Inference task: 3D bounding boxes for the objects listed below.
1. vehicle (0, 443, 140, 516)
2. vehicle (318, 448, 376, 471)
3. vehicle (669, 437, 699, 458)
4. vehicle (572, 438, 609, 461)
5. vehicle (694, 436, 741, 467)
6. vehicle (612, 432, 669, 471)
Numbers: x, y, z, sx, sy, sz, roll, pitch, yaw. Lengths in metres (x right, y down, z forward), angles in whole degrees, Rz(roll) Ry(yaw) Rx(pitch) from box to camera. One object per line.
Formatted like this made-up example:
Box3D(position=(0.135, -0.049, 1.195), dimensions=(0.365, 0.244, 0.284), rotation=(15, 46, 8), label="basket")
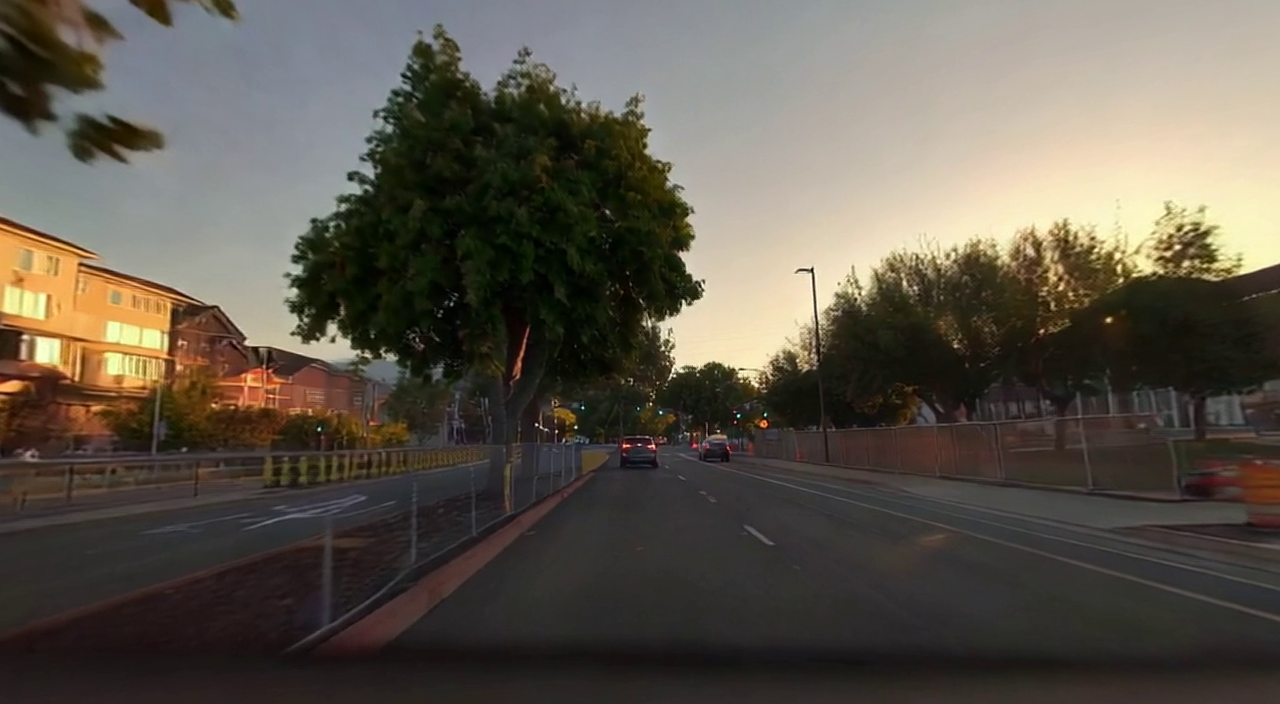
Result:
Box3D(position=(-14.476, 2.919, 14.819), dimensions=(1.868, 1.528, 4.317), rotation=(0, -8, 0), label="vehicle")
Box3D(position=(-20.735, 7.594, 44.853), dimensions=(1.863, 1.466, 4.725), rotation=(0, -8, 0), label="vehicle")
Box3D(position=(3.382, 7.399, 48.930), dimensions=(1.917, 1.493, 4.003), rotation=(0, -8, -2), label="vehicle")
Box3D(position=(-3.313, 6.636, 43.016), dimensions=(2.189, 1.441, 4.350), rotation=(0, -8, 0), label="vehicle")
Box3D(position=(3.907, 5.095, 32.353), dimensions=(1.974, 1.490, 4.231), rotation=(-1, -8, 2), label="vehicle")
Box3D(position=(0.106, 4.619, 29.381), dimensions=(2.000, 1.671, 4.276), rotation=(-2, -8, 8), label="vehicle")
